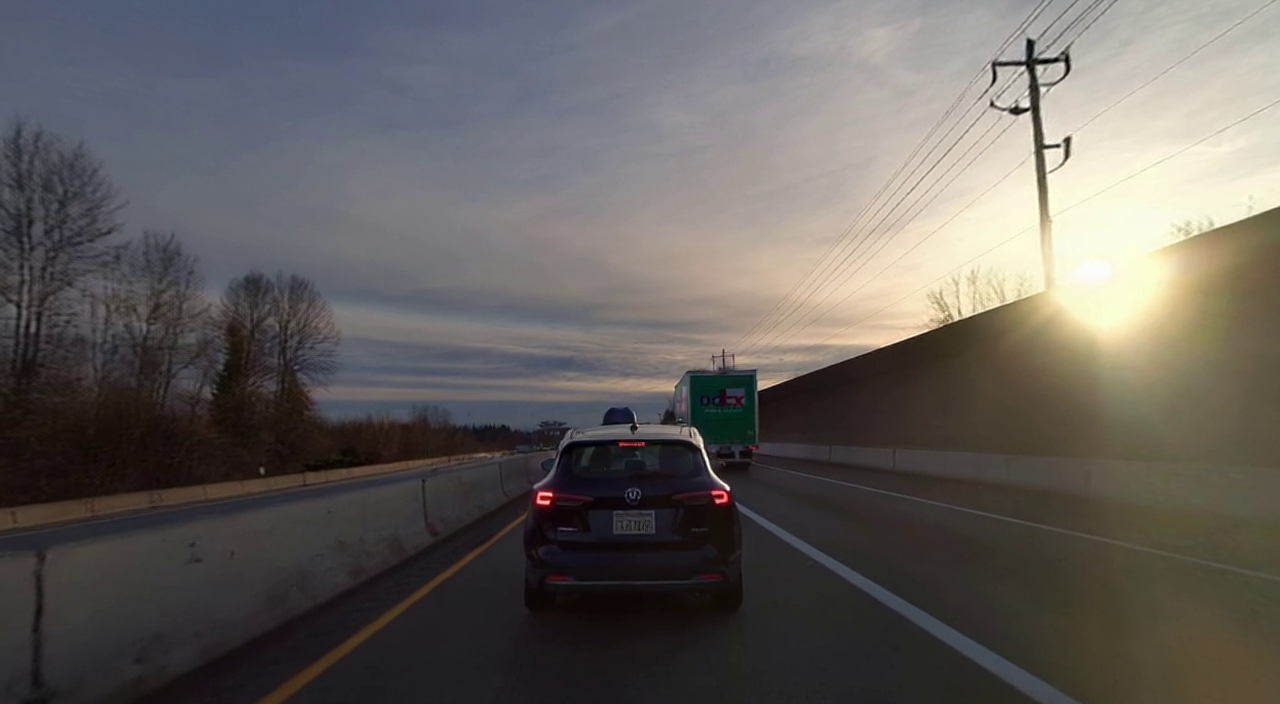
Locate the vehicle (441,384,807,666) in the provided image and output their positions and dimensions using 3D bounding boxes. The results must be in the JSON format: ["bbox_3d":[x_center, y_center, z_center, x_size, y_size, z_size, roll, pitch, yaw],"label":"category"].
[{"bbox_3d":[-0.133,1.235,5.582,2.062,1.581,3.914,0,-8,-1],"label":"vehicle"}]
